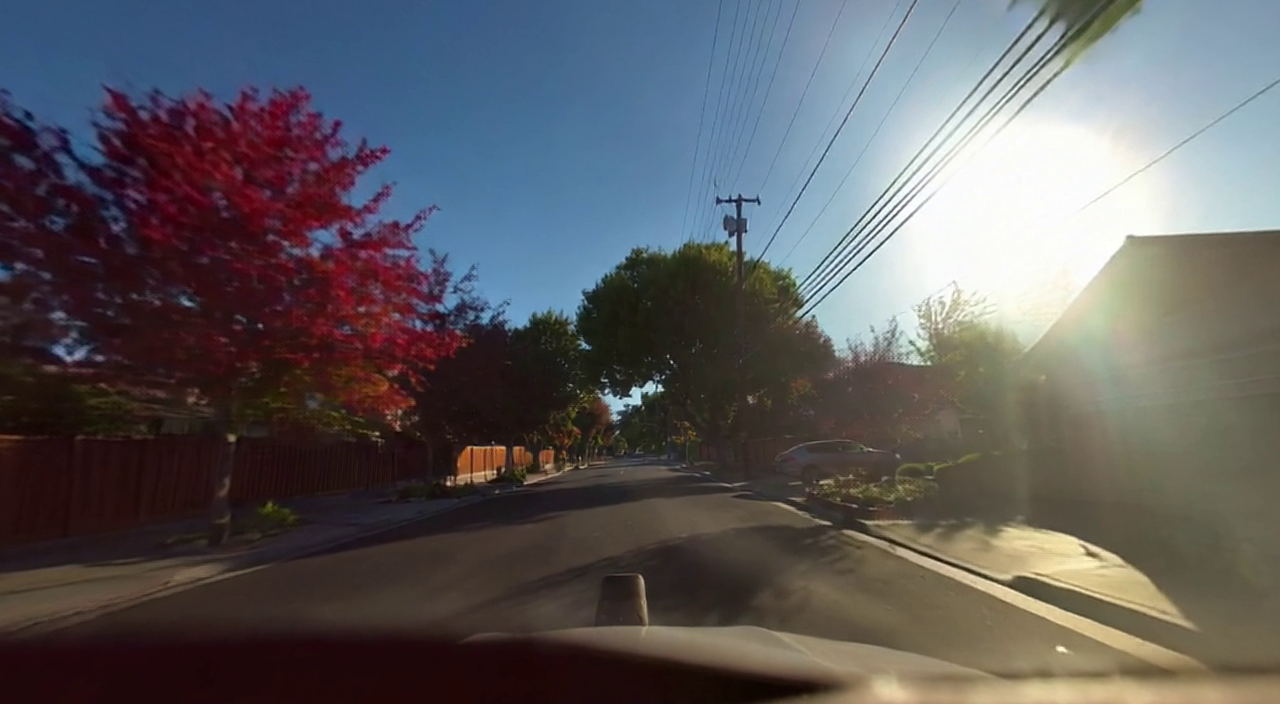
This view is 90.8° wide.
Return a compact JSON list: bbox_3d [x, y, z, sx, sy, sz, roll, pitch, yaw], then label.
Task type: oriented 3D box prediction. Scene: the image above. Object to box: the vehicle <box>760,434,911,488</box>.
[{"bbox_3d":[6.996,3.952,23.038,4.806,1.851,2.050,0,-9,1],"label":"vehicle"}]
